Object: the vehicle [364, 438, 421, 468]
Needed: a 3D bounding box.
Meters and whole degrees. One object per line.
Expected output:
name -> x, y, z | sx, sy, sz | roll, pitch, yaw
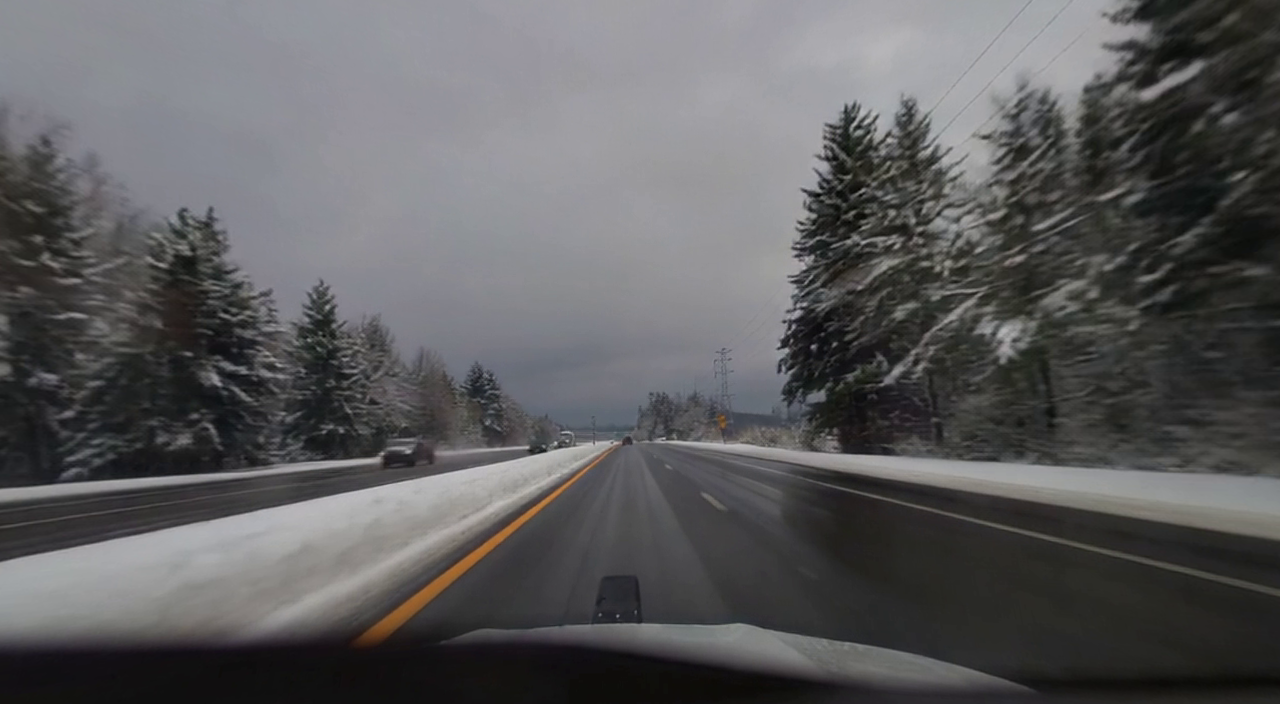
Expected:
vehicle -> -13.578, 5.525, 34.785 | 1.790, 1.507, 3.493 | 0, -8, -1
